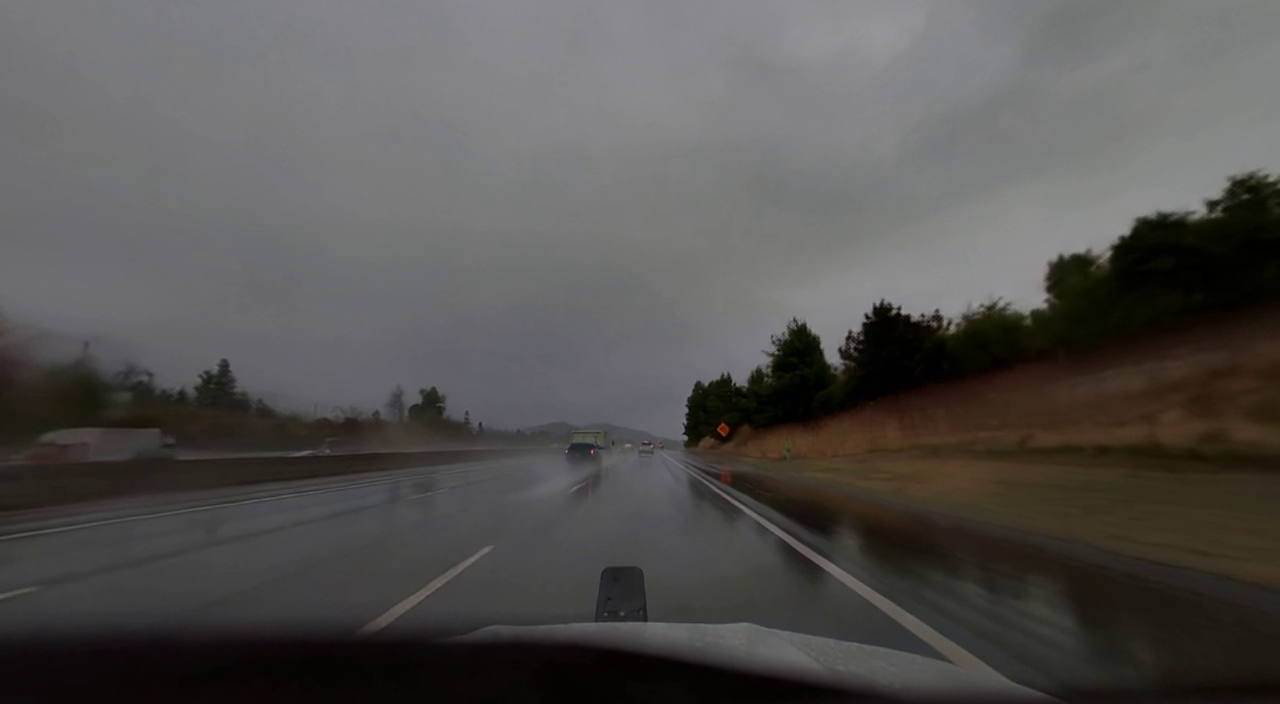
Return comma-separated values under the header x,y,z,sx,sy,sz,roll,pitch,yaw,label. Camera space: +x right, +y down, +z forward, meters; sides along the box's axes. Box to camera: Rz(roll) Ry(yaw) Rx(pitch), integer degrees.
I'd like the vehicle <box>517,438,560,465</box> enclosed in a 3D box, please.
x,y,z,sx,sy,sz,roll,pitch,yaw,label
-6.926,6.824,43.212,2.078,1.729,4.722,0,-8,1,vehicle

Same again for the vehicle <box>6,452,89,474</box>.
x,y,z,sx,sy,sz,roll,pitch,yaw,label
-42.082,7.867,44.744,1.658,1.442,4.395,0,-8,-1,vehicle

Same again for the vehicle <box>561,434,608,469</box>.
x,y,z,sx,sy,sz,roll,pitch,yaw,label
-2.981,5.420,34.402,2.194,1.766,3.720,0,-8,0,vehicle
